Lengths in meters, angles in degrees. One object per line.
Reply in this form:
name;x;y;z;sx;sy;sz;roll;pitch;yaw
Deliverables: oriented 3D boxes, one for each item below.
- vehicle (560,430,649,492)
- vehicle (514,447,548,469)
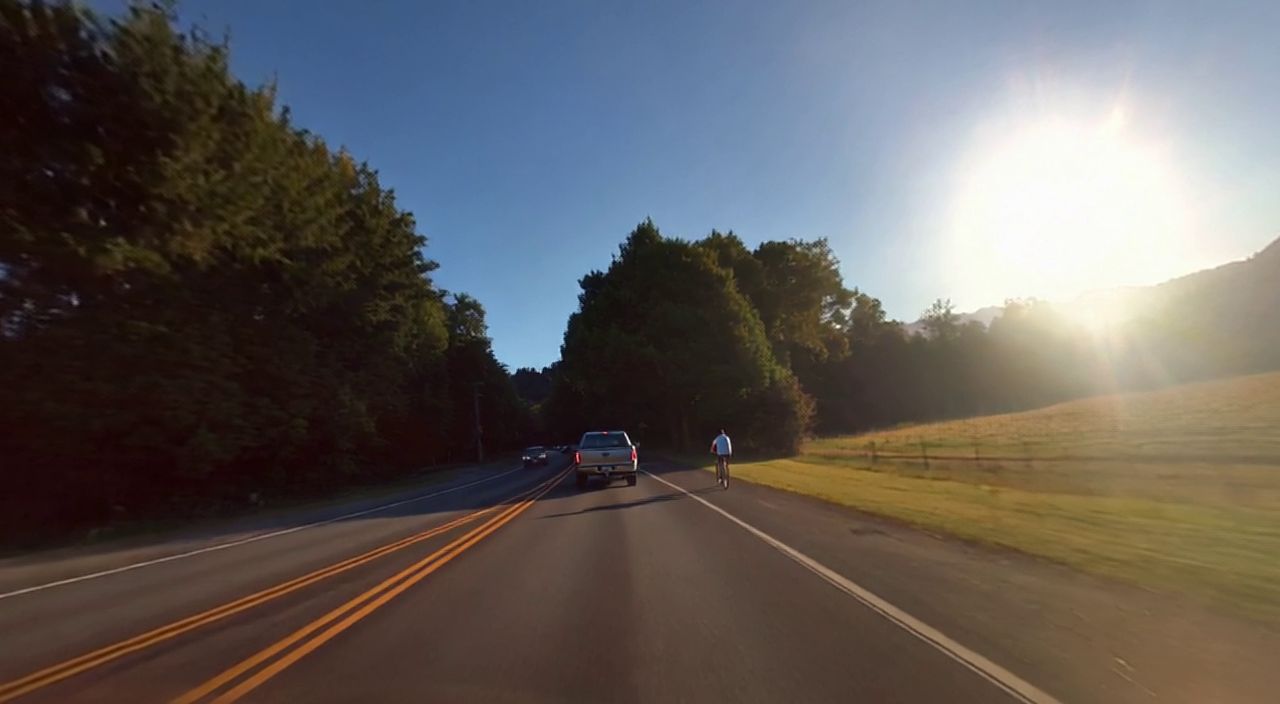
vehicle;-1.156;3.638;21.467;2.631;1.798;5.331;0;-8;-2
vehicle;-8.276;8.043;48.245;2.118;1.513;4.602;0;-8;-5
